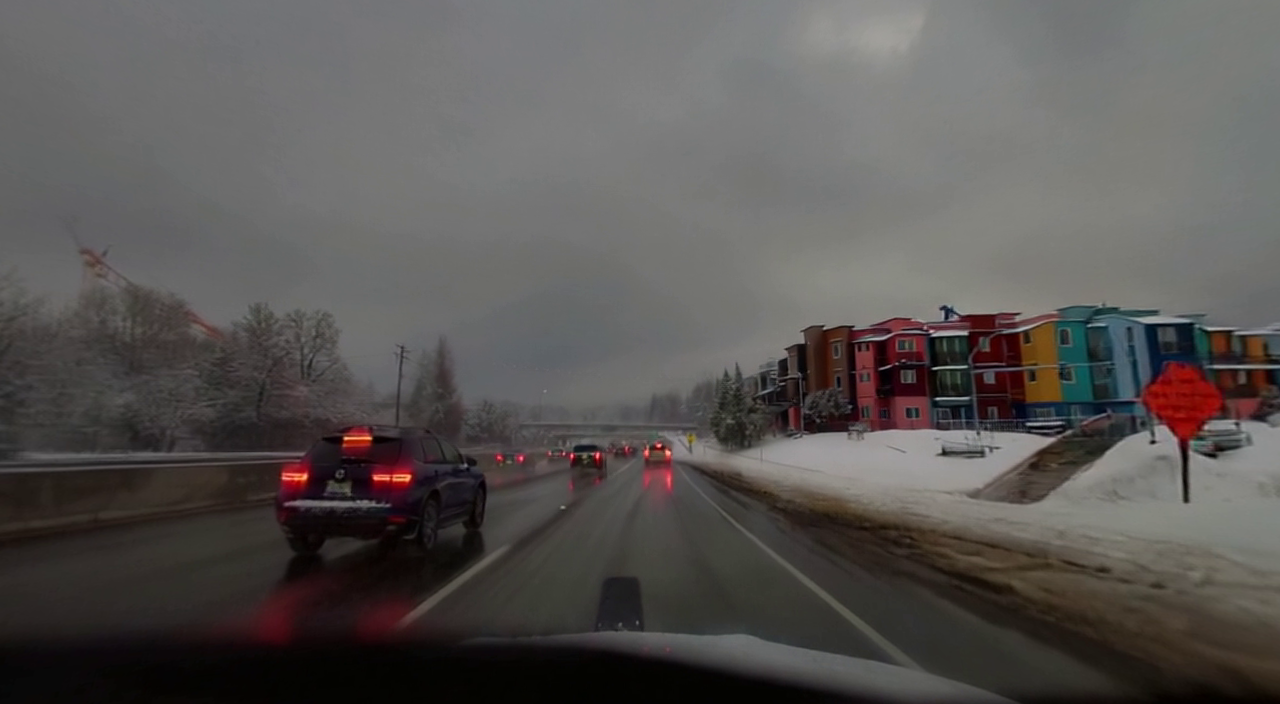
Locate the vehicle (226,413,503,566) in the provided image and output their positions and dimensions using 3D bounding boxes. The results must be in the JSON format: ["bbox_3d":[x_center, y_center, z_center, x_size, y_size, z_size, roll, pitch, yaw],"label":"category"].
[{"bbox_3d":[-3.639,1.899,9.459,2.045,1.710,4.382,0,-8,2],"label":"vehicle"}]

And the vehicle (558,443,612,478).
[{"bbox_3d":[-2.724,5.526,32.352,2.109,1.657,4.554,0,-8,4],"label":"vehicle"}]

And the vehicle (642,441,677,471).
[{"bbox_3d":[1.222,6.557,39.761,2.116,1.763,4.352,0,-9,1],"label":"vehicle"}]

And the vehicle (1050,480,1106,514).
[{"bbox_3d":[25.166,8.306,36.308,1.873,1.547,4.240,-4,-9,25],"label":"vehicle"}]
